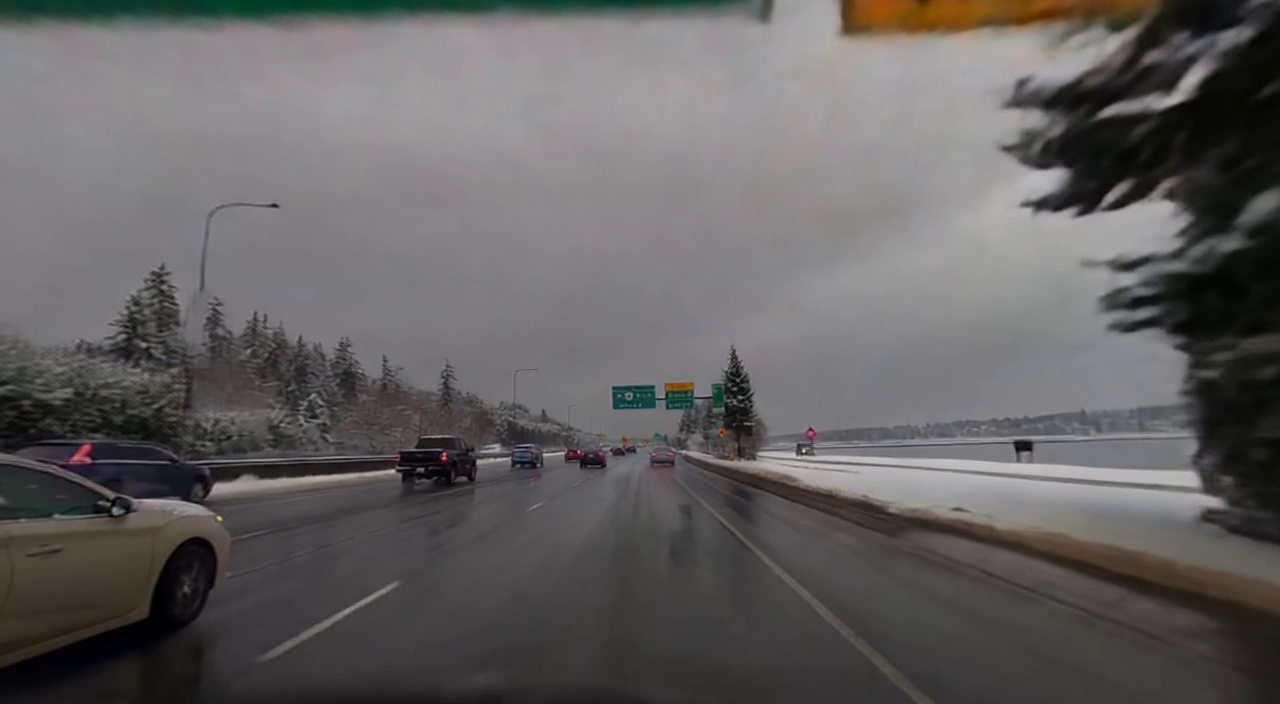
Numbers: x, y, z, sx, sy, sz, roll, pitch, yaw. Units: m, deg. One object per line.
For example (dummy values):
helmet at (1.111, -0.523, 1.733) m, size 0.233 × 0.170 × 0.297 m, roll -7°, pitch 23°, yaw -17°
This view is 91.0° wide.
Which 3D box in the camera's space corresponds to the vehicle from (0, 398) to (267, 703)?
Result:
vehicle at (-4.180, 0.983, 2.956) m, size 2.027 × 1.547 × 4.511 m, roll 0°, pitch -8°, yaw 1°

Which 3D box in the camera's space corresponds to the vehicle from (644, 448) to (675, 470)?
vehicle at (1.408, 7.750, 45.791) m, size 2.153 × 1.510 × 4.646 m, roll 0°, pitch -8°, yaw 2°

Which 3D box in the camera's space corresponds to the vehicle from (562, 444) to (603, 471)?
vehicle at (-3.764, 7.011, 42.026) m, size 2.132 × 1.708 × 4.571 m, roll 0°, pitch -8°, yaw 1°

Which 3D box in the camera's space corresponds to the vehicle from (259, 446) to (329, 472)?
vehicle at (-20.375, 6.297, 37.272) m, size 1.852 × 1.477 × 3.924 m, roll 0°, pitch -8°, yaw 1°

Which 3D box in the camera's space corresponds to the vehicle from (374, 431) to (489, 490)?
vehicle at (-7.508, 3.968, 23.446) m, size 2.250 × 1.870 × 5.647 m, roll 0°, pitch -8°, yaw 1°
